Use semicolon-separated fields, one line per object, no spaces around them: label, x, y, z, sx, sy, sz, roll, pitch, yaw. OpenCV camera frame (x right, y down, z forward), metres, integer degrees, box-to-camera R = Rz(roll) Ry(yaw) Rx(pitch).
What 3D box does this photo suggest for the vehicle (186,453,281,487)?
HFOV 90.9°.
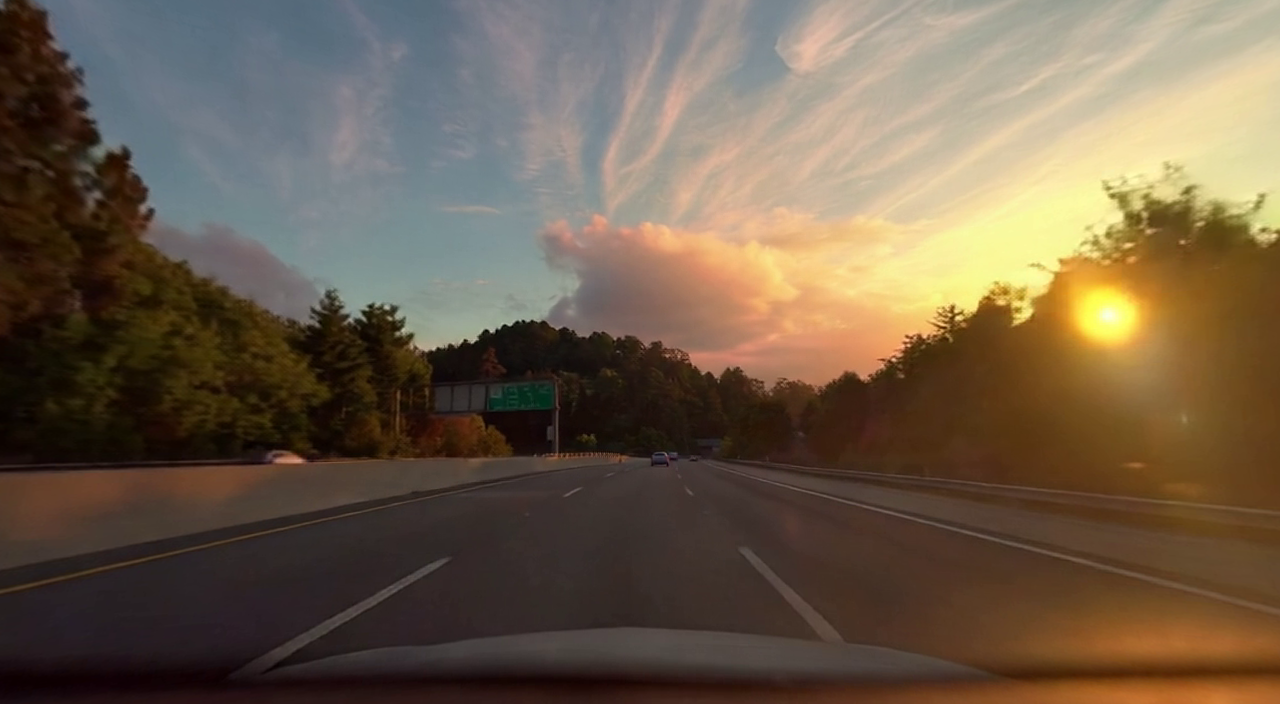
vehicle;-18.326;5.318;28.608;1.661;1.423;3.796;0;-9;2
